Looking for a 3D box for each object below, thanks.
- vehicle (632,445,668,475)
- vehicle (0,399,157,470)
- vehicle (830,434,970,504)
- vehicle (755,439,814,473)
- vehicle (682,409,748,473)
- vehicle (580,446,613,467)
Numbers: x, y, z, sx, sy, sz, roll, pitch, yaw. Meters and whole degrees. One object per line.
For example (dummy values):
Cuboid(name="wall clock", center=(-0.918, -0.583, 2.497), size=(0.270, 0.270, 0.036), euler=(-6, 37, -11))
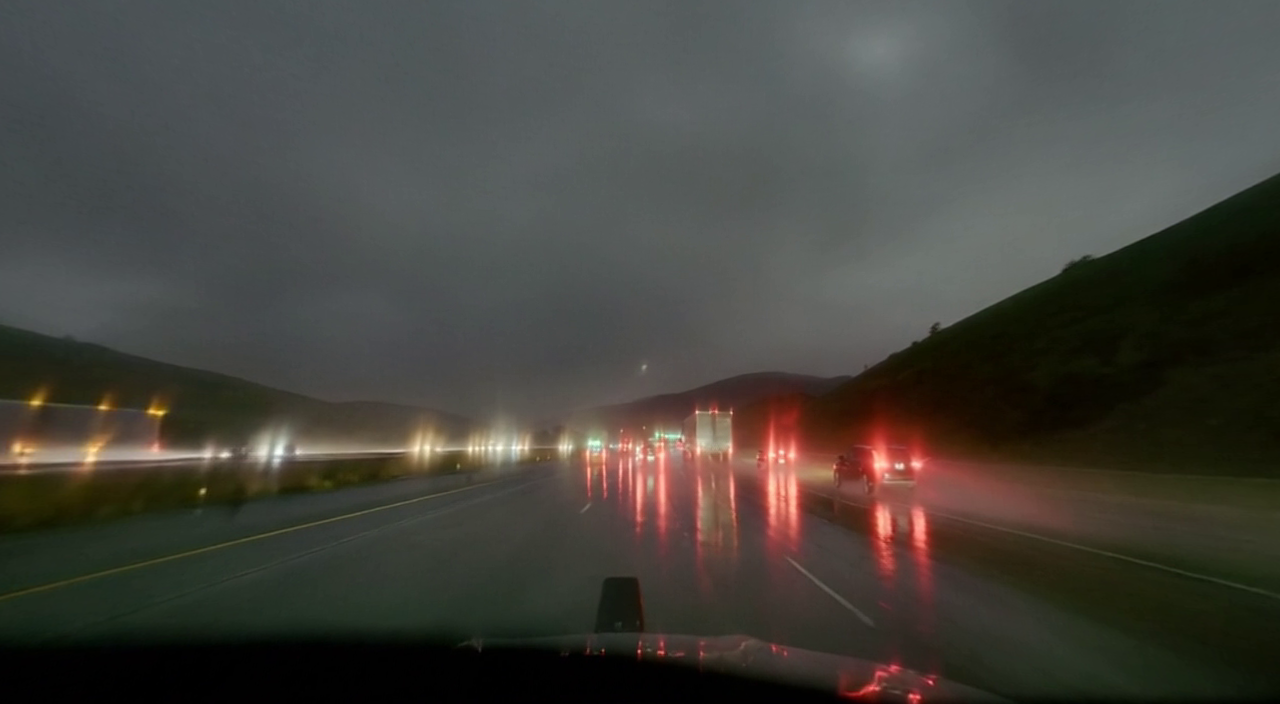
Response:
Cuboid(name="vehicle", center=(0.554, 5.899, 34.572), size=(1.866, 1.492, 3.932), euler=(0, -9, 1))
Cuboid(name="vehicle", center=(-37.797, 5.130, 38.930), size=(2.881, 3.999, 15.945), euler=(0, -9, 2))
Cuboid(name="vehicle", center=(7.024, 3.194, 17.627), size=(2.044, 1.676, 4.421), euler=(0, -9, 0))
Cuboid(name="vehicle", center=(7.945, 5.763, 35.132), size=(2.143, 1.775, 4.729), euler=(0, -9, 0))
Cuboid(name="vehicle", center=(4.644, 5.875, 41.450), size=(3.130, 3.607, 11.129), euler=(0, -9, 1))
Cuboid(name="vehicle", center=(-3.179, 7.761, 46.889), size=(2.132, 1.506, 4.256), euler=(0, -9, 0))
